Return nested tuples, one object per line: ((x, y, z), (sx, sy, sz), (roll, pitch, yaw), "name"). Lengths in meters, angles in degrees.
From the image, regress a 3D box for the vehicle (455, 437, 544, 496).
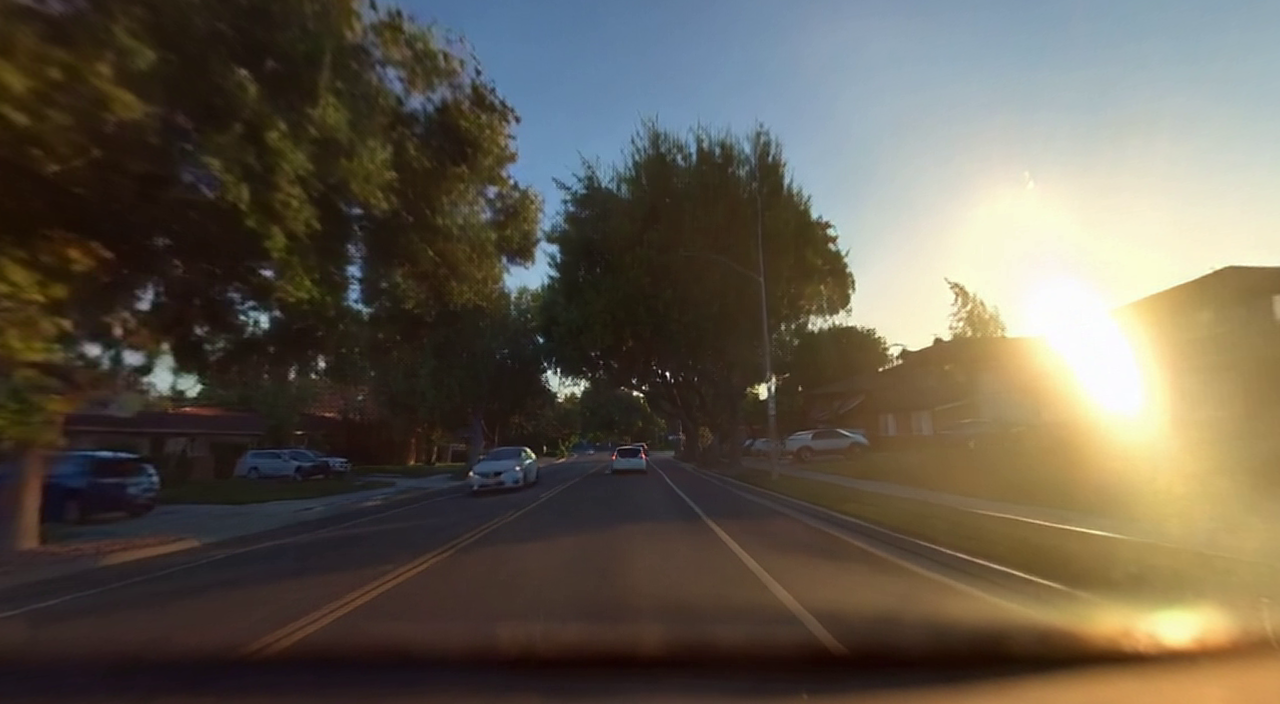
((-5.123, 4.214, 23.719), (2.256, 1.838, 4.613), (-3, -9, 0), "vehicle")

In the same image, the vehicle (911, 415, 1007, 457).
((15.299, 3.996, 30.266), (4.462, 1.699, 2.145), (2, -8, -36), "vehicle")

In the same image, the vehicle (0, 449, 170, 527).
((-14.857, 3.311, 15.744), (4.608, 1.743, 2.222), (-1, -9, 6), "vehicle")

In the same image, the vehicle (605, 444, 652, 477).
((-0.553, 5.210, 30.657), (2.098, 1.483, 4.099), (0, -9, -1), "vehicle")

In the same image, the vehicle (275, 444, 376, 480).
((-17.383, 6.091, 35.121), (4.463, 1.917, 1.970), (1, -9, -5), "vehicle")

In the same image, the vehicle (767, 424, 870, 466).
((9.217, 4.853, 32.892), (4.634, 1.723, 1.966), (-4, -8, -3), "vehicle")

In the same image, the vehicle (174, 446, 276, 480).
((-22.861, 6.121, 34.911), (4.181, 1.784, 1.907), (0, -10, -1), "vehicle")
